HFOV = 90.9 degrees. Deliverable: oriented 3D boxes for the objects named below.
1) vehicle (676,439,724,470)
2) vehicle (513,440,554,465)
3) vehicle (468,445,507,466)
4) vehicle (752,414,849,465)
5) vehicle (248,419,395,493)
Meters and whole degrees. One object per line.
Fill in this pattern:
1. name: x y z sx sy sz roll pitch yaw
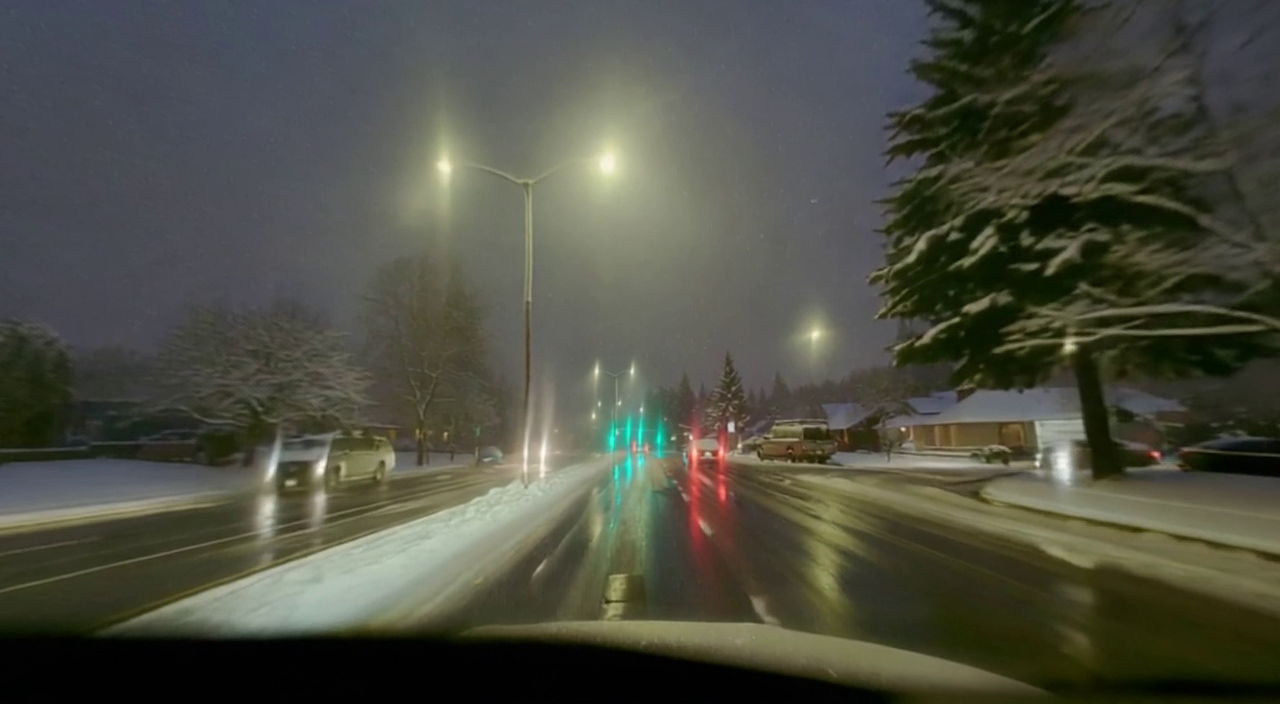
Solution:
1. vehicle: 2.965 5.179 32.091 1.960 1.479 4.086 0 -8 -1
2. vehicle: -7.918 7.504 47.313 2.178 1.761 4.724 0 -8 0
3. vehicle: -11.833 8.035 49.228 1.963 1.524 4.498 0 -8 0
4. vehicle: 9.466 5.331 38.153 2.331 2.747 6.993 2 -9 -16
5. vehicle: -11.871 3.945 24.247 2.347 2.428 6.149 0 -8 1
